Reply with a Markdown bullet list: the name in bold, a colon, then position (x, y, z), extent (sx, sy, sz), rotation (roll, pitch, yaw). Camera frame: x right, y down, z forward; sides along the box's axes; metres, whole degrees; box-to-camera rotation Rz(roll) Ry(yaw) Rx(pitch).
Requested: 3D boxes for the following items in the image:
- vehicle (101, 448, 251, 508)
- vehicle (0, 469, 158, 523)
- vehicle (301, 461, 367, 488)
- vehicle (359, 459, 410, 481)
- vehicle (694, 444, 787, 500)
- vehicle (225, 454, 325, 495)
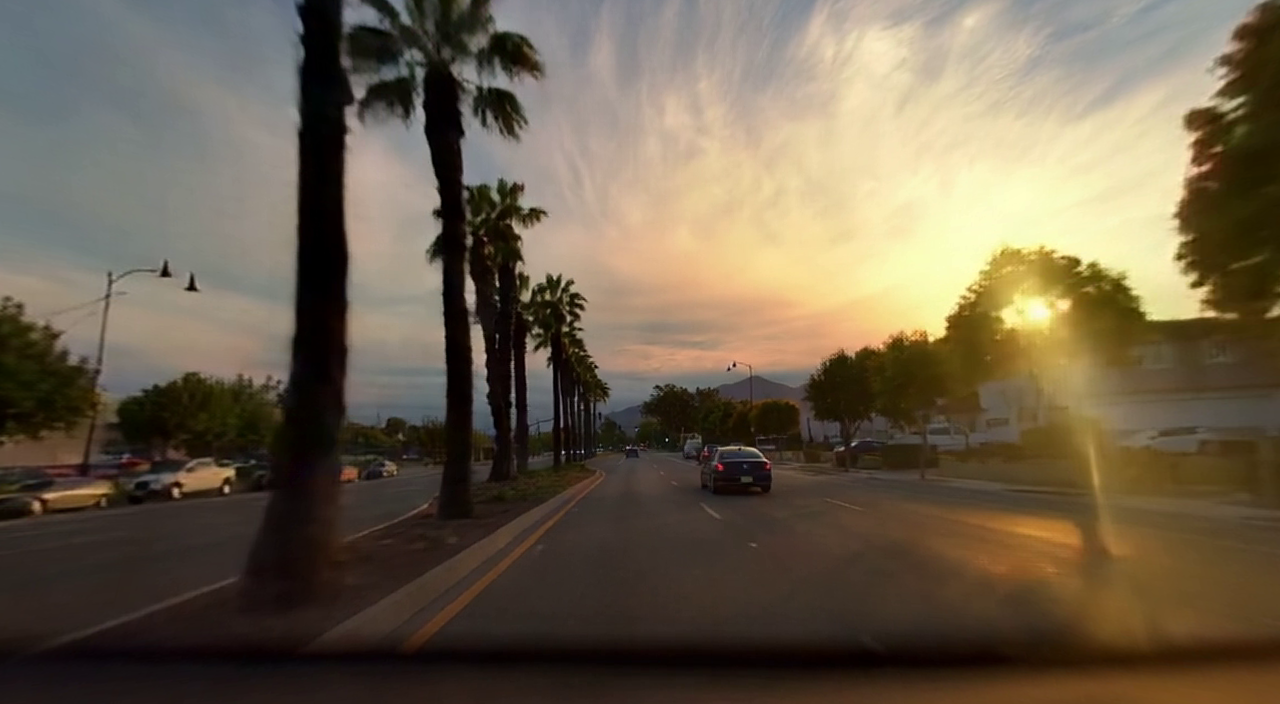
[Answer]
- **vehicle**: position (-19.252, 5.186, 26.628), extent (2.344, 2.232, 5.170), rotation (0, -9, -1)
- **vehicle**: position (-18.812, 4.728, 21.173), extent (1.828, 1.472, 4.464), rotation (0, -9, -1)
- **vehicle**: position (-19.199, 7.661, 39.900), extent (1.836, 1.476, 4.950), rotation (0, -9, -1)
- **vehicle**: position (-19.253, 8.912, 47.838), extent (1.897, 1.482, 4.707), rotation (0, -9, 0)
- **vehicle**: position (2.903, 3.595, 19.359), extent (1.989, 1.492, 4.689), rotation (0, -9, -1)
- **vehicle**: position (-19.226, 6.440, 33.634), extent (2.056, 1.946, 5.498), rotation (0, -9, -1)
